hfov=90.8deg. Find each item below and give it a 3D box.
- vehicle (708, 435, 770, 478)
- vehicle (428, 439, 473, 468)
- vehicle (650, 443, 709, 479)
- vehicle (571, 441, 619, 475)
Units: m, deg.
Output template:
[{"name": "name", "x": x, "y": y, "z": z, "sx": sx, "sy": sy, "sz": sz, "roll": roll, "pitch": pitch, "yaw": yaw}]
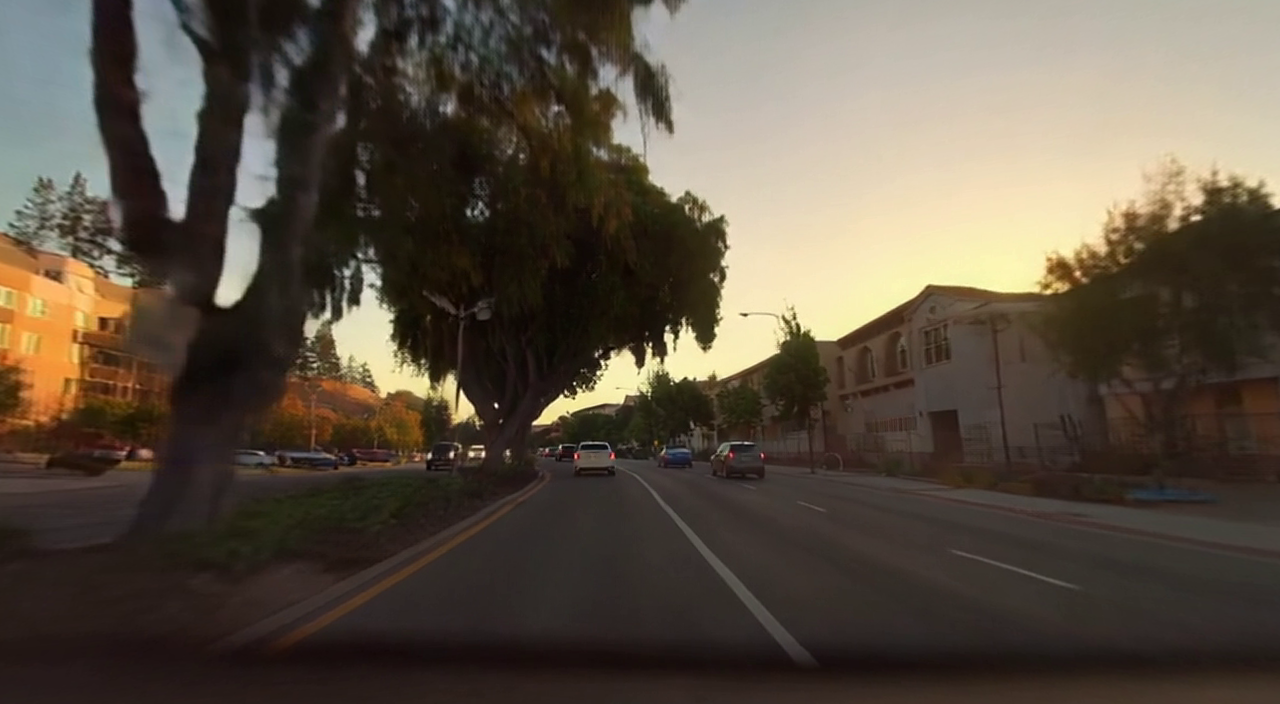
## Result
[{"name": "vehicle", "x": 5.027, "y": 5.373, "z": 32.711, "sx": 2.052, "sy": 1.990, "sz": 4.736, "roll": 1, "pitch": -9, "yaw": -5}, {"name": "vehicle", "x": -13.034, "y": 7.024, "z": 43.734, "sx": 2.166, "sy": 1.867, "sz": 4.459, "roll": 1, "pitch": -9, "yaw": -6}, {"name": "vehicle", "x": 1.662, "y": 4.809, "z": 28.168, "sx": 1.993, "sy": 1.477, "sz": 4.240, "roll": 1, "pitch": -9, "yaw": -5}, {"name": "vehicle", "x": -2.139, "y": 4.977, "z": 29.831, "sx": 2.101, "sy": 1.444, "sz": 4.248, "roll": 1, "pitch": -9, "yaw": -4}]
